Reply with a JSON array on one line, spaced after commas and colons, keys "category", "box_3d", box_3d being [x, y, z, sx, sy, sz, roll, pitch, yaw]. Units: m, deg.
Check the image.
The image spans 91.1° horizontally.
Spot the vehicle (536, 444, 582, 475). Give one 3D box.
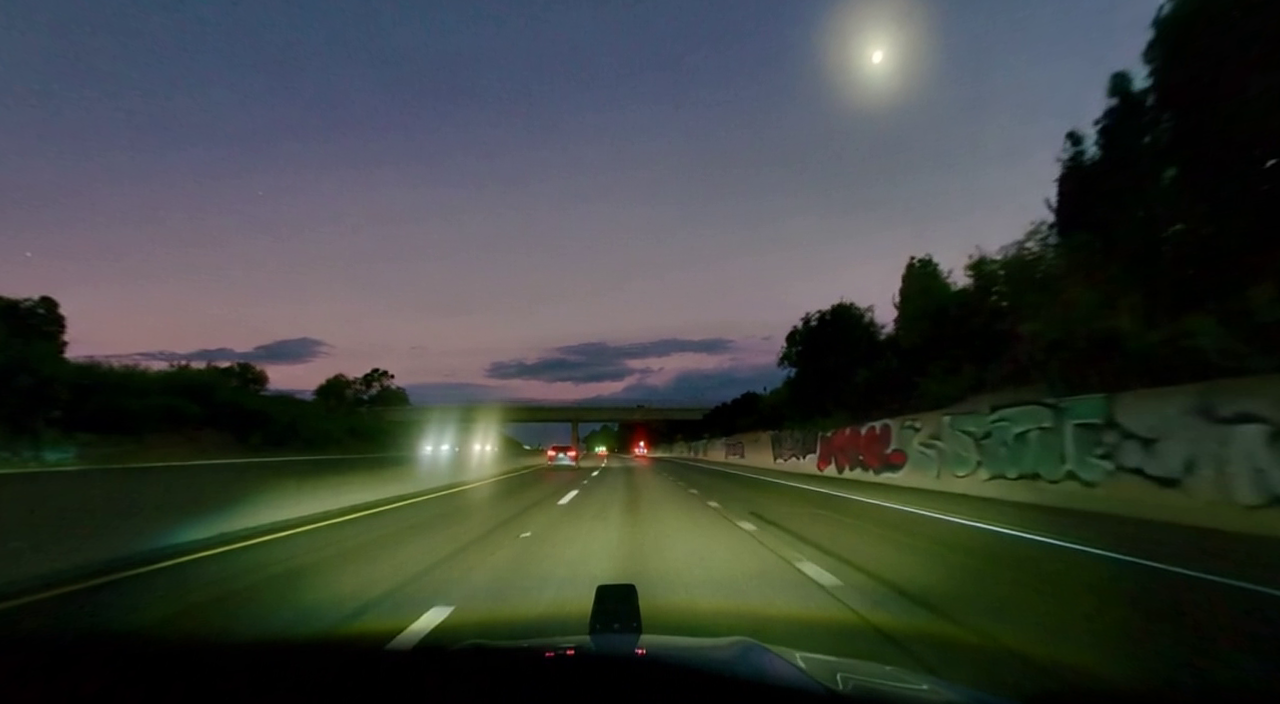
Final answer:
[{"category": "vehicle", "box_3d": [-4.013, 5.396, 31.748, 1.871, 1.459, 3.771, 0, -9, -1]}]
